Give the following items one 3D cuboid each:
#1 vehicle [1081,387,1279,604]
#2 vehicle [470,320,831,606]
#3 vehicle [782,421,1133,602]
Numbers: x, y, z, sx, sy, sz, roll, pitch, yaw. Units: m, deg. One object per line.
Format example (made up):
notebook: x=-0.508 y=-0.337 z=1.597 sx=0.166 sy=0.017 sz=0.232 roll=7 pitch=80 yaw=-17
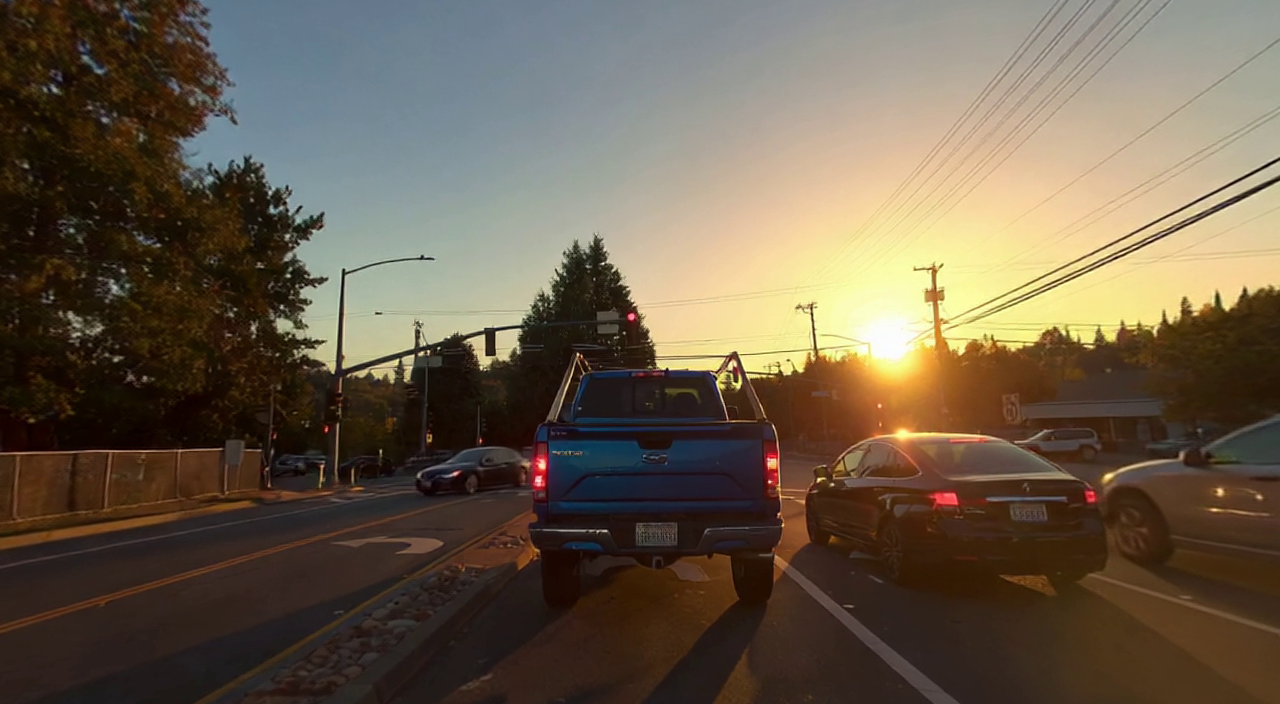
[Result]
vehicle: x=6.133 y=1.155 z=5.091 sx=1.982 sy=1.727 sz=4.352 roll=0 pitch=-8 yaw=1
vehicle: x=0.089 y=1.313 z=8.157 sx=2.831 sy=2.284 sz=6.149 roll=0 pitch=-8 yaw=0
vehicle: x=3.112 y=1.637 z=7.352 sx=1.993 sy=1.495 sz=4.060 roll=0 pitch=-8 yaw=1
